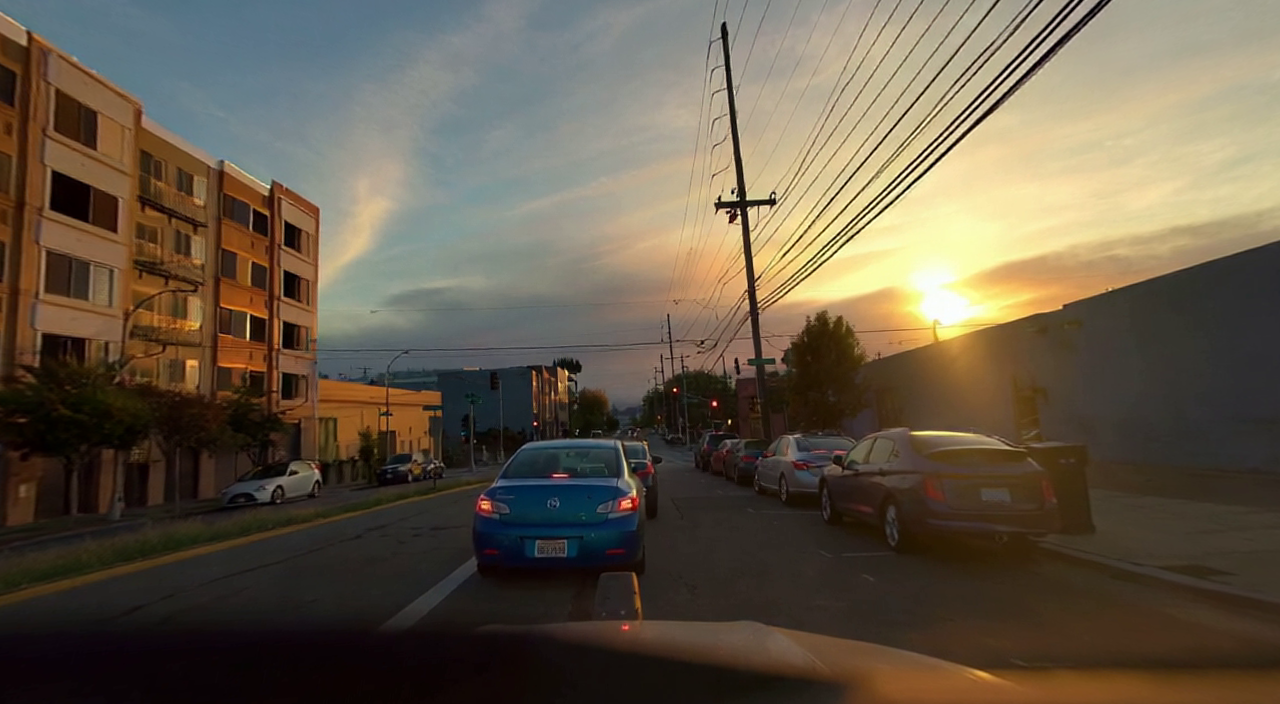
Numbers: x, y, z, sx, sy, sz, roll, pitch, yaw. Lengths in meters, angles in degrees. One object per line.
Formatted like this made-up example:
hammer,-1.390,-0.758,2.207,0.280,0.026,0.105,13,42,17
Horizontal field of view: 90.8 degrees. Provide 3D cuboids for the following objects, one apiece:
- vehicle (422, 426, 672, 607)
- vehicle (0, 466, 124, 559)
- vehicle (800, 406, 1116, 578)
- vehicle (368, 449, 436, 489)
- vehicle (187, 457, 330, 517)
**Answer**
vehicle,-0.741,1.680,7.486,2.019,1.453,4.603,0,-8,0
vehicle,-11.904,2.887,11.058,1.850,1.487,4.711,-3,-8,-1
vehicle,3.788,1.747,8.656,1.967,1.721,4.410,0,-8,-1
vehicle,-11.937,5.872,31.993,2.011,1.687,4.079,-4,-8,-3
vehicle,-11.888,4.197,20.106,1.868,1.491,4.367,-3,-9,0
